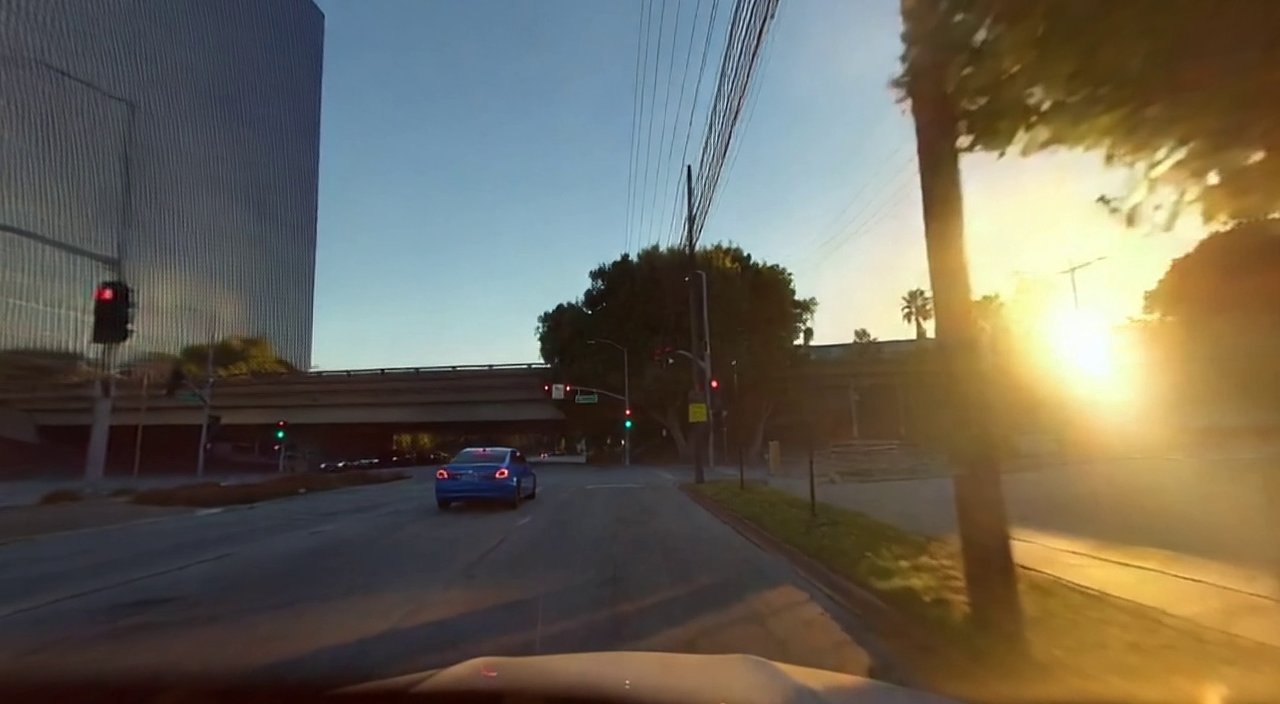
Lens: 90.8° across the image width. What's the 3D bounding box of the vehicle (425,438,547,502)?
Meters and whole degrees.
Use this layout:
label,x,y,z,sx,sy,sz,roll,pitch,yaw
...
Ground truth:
label,x,y,z,sx,sy,sz,roll,pitch,yaw
vehicle,-3.920,3.104,17.001,2.154,1.465,4.532,0,-9,0
